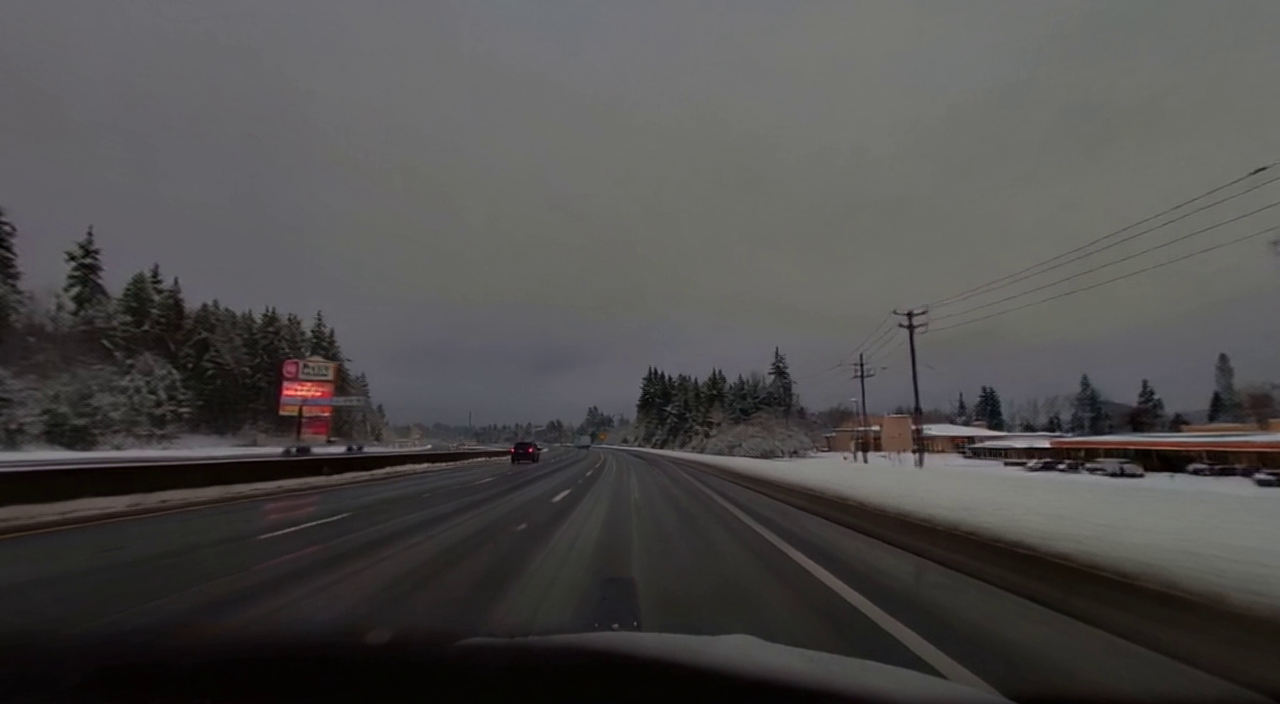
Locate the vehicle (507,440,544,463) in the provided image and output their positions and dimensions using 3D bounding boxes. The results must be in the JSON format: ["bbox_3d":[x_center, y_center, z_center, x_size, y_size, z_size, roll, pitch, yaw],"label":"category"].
[{"bbox_3d":[-8.681,7.547,48.081,2.053,1.682,4.423,0,-8,-1],"label":"vehicle"}]
